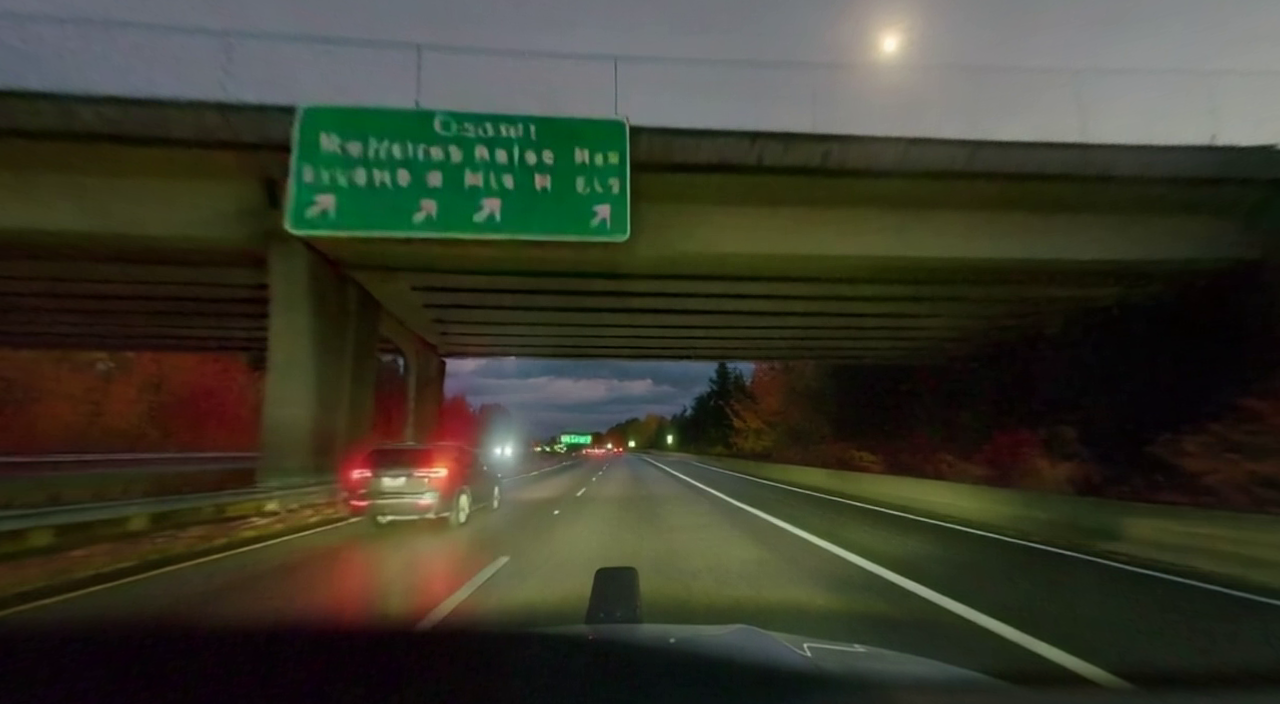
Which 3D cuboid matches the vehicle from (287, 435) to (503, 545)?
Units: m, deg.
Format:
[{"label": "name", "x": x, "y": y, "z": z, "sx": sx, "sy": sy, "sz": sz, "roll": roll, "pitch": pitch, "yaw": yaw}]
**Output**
[{"label": "vehicle", "x": -4.005, "y": 2.328, "z": 11.347, "sx": 2.047, "sy": 1.519, "sz": 4.832, "roll": 0, "pitch": -9, "yaw": -1}]
